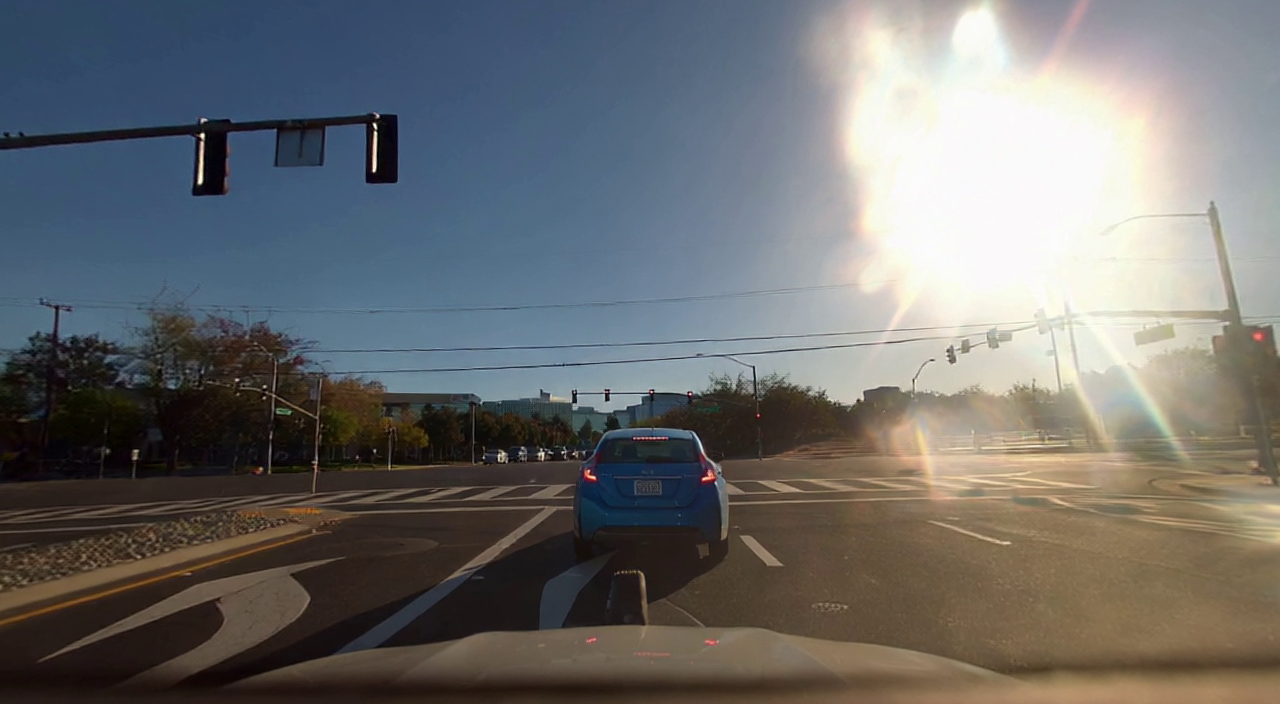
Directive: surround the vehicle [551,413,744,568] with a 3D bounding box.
[{"bbox_3d":[0.041,1.755,8.706,2.027,1.626,3.942,0,-8,-1],"label":"vehicle"}]
